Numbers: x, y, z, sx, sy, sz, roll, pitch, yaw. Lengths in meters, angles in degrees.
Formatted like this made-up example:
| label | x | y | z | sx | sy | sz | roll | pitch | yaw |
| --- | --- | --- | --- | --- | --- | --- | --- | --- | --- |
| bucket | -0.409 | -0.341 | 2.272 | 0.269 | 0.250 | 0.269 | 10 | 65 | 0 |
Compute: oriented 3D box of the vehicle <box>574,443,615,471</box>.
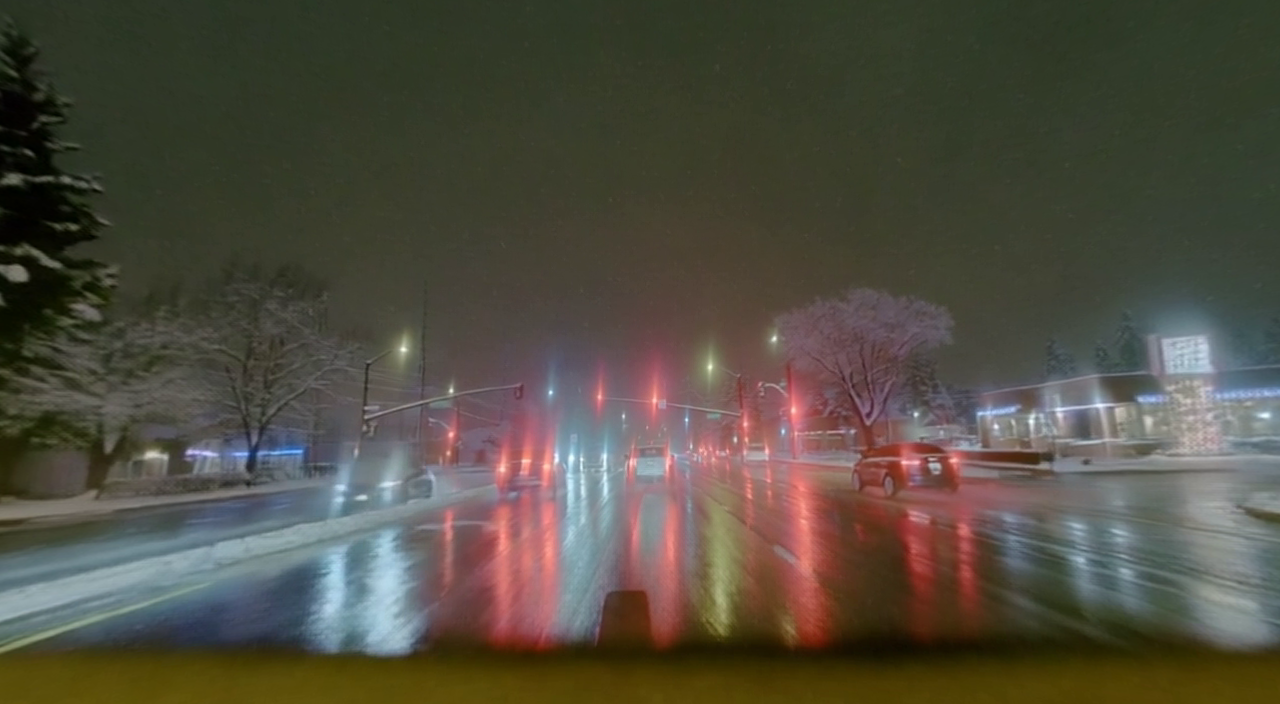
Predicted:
| label | x | y | z | sx | sy | sz | roll | pitch | yaw |
| --- | --- | --- | --- | --- | --- | --- | --- | --- | --- |
| vehicle | -2.864 | 6.673 | 40.228 | 2.219 | 1.699 | 4.090 | -1 | -9 | 1 |

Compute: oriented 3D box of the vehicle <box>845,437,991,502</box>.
| label | x | y | z | sx | sy | sz | roll | pitch | yaw |
| --- | --- | --- | --- | --- | --- | --- | --- | --- | --- |
| vehicle | 7.310 | 3.114 | 17.174 | 1.892 | 1.515 | 4.400 | 0 | -9 | -1 |

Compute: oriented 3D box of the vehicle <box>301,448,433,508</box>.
| label | x | y | z | sx | sy | sz | roll | pitch | yaw |
| --- | --- | --- | --- | --- | --- | --- | --- | --- | --- |
| vehicle | -8.477 | 3.909 | 20.091 | 2.212 | 1.652 | 4.376 | -1 | -9 | 1 |

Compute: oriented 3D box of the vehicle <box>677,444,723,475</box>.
| label | x | y | z | sx | sy | sz | roll | pitch | yaw |
| --- | --- | --- | --- | --- | --- | --- | --- | --- | --- |
| vehicle | 3.116 | 5.664 | 33.473 | 1.988 | 1.528 | 4.144 | 0 | -9 | -1 |

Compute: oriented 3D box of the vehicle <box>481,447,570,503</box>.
| label | x | y | z | sx | sy | sz | roll | pitch | yaw |
| --- | --- | --- | --- | --- | --- | --- | --- | --- | --- |
| vehicle | -3.319 | 3.638 | 19.215 | 1.938 | 1.472 | 4.399 | -1 | -9 | -1 |

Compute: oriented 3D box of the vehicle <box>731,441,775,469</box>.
| label | x | y | z | sx | sy | sz | roll | pitch | yaw |
| --- | --- | --- | --- | --- | --- | --- | --- | --- | --- |
| vehicle | 7.393 | 6.789 | 41.744 | 2.044 | 1.701 | 4.397 | 0 | -9 | -1 |

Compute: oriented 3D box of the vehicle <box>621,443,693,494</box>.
| label | x | y | z | sx | sy | sz | roll | pitch | yaw |
| --- | --- | --- | --- | --- | --- | --- | --- | --- | --- |
| vehicle | 0.487 | 3.712 | 20.455 | 2.096 | 1.473 | 3.893 | -1 | -9 | 0 |
